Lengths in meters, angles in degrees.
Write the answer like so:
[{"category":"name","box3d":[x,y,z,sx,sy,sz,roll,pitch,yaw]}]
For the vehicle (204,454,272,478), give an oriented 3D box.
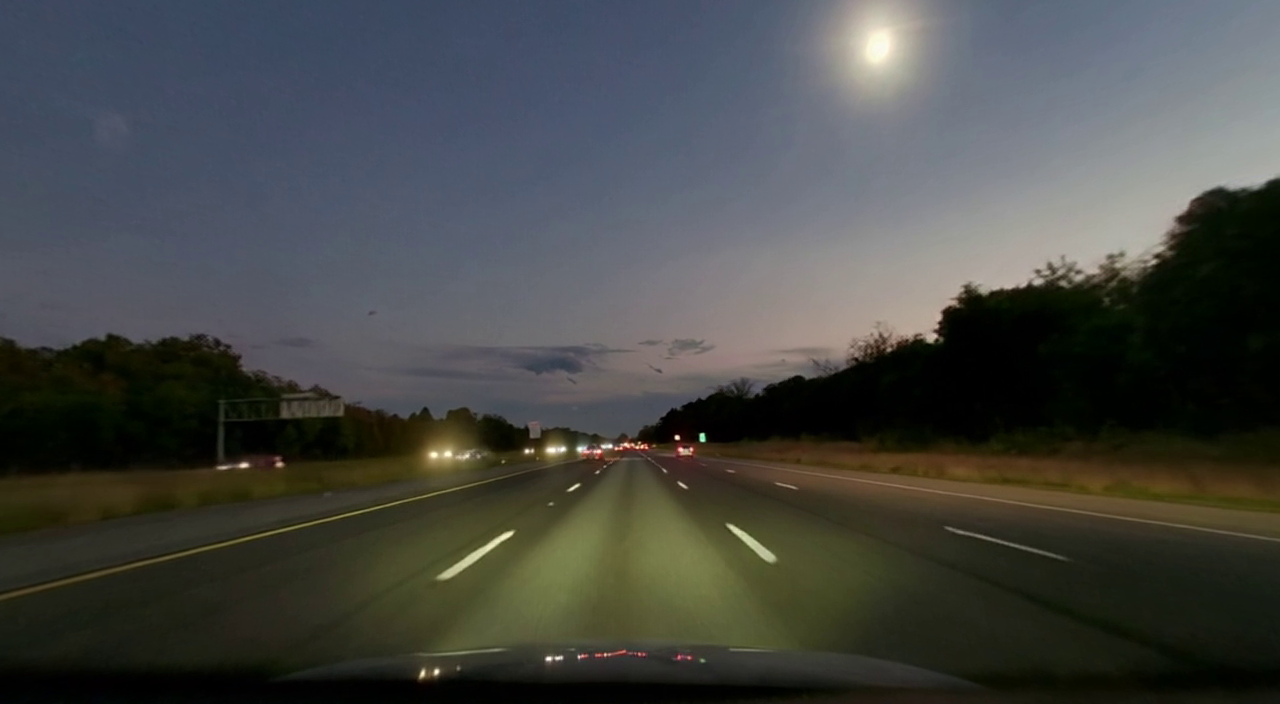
[{"category":"vehicle","box3d":[-29.009,8.206,45.777,1.904,1.613,4.660,0,-9,-1]}]
